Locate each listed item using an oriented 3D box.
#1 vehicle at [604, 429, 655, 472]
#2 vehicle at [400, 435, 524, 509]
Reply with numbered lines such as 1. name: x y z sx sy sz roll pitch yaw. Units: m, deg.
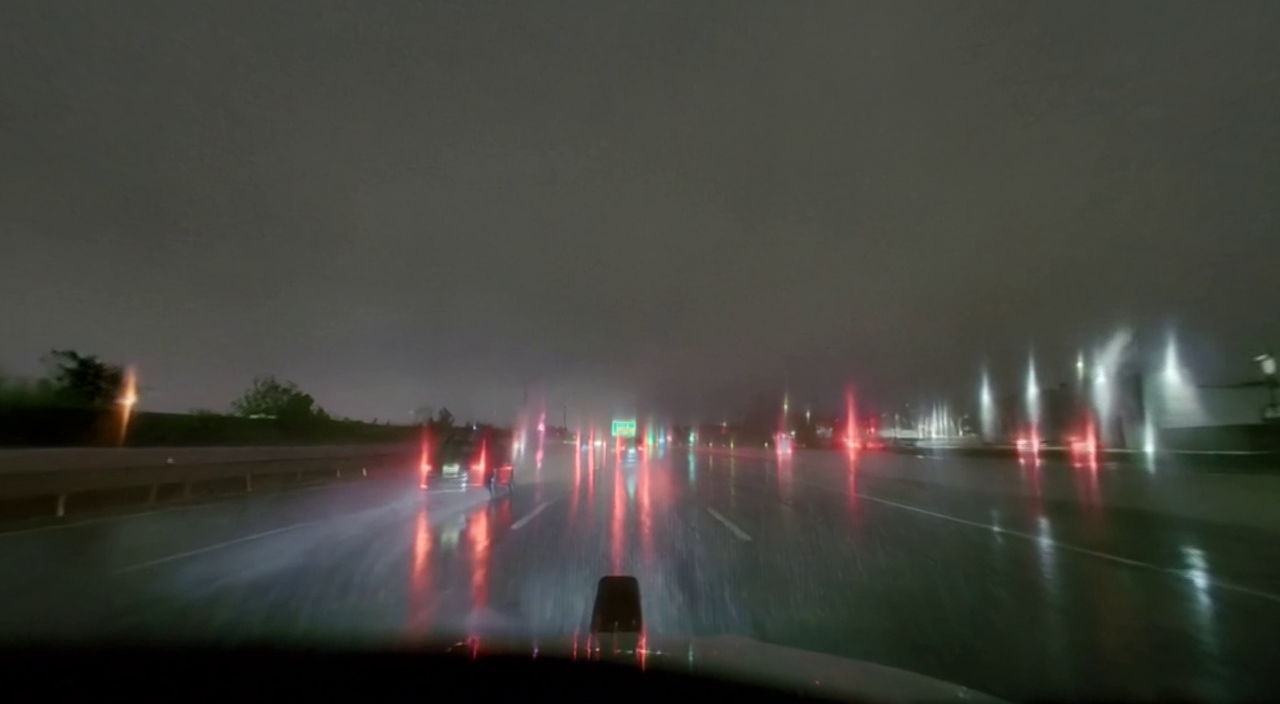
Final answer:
1. vehicle: -0.545 4.892 31.572 2.382 1.973 4.439 0 -8 -2
2. vehicle: -4.169 2.839 15.408 1.945 1.550 3.780 0 -8 0
